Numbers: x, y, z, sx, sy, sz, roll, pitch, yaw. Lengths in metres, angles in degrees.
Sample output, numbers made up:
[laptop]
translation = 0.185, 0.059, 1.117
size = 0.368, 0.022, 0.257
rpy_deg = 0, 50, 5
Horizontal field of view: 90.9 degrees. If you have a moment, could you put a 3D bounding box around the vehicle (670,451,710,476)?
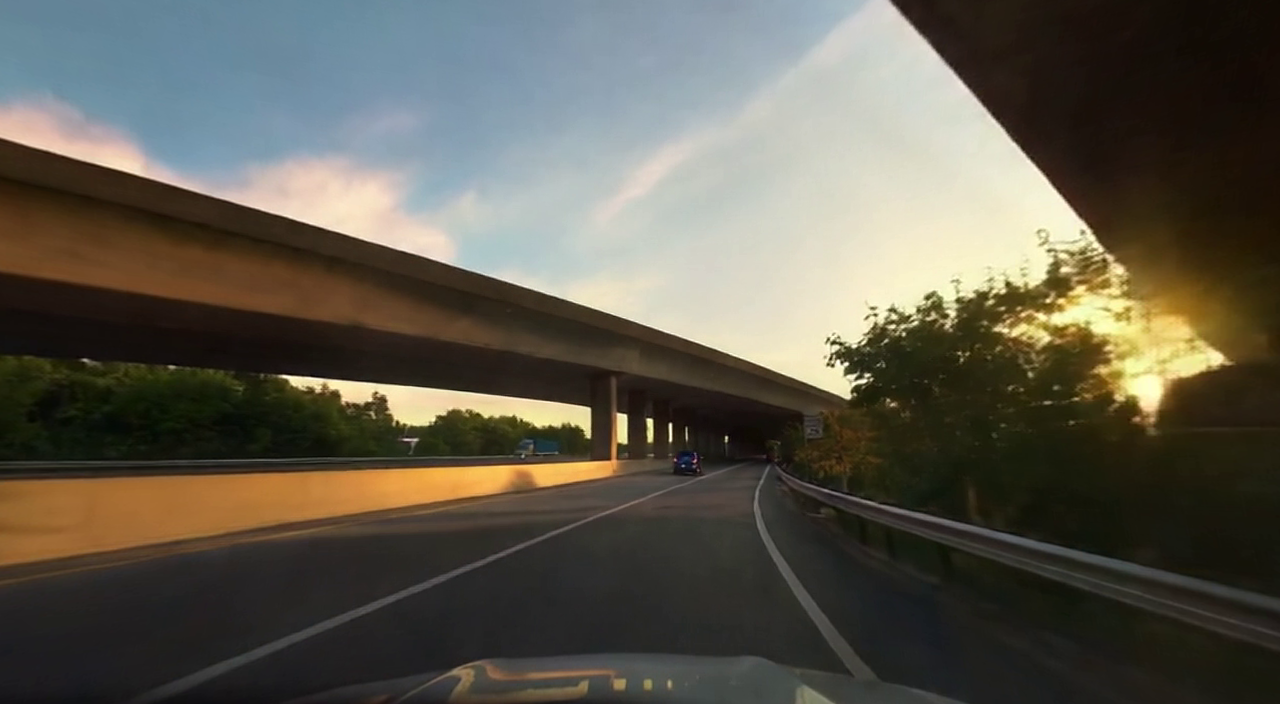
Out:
[vehicle]
translation = 3.202, 6.994, 39.732
size = 1.940, 1.444, 4.024
rpy_deg = -2, -9, 12
